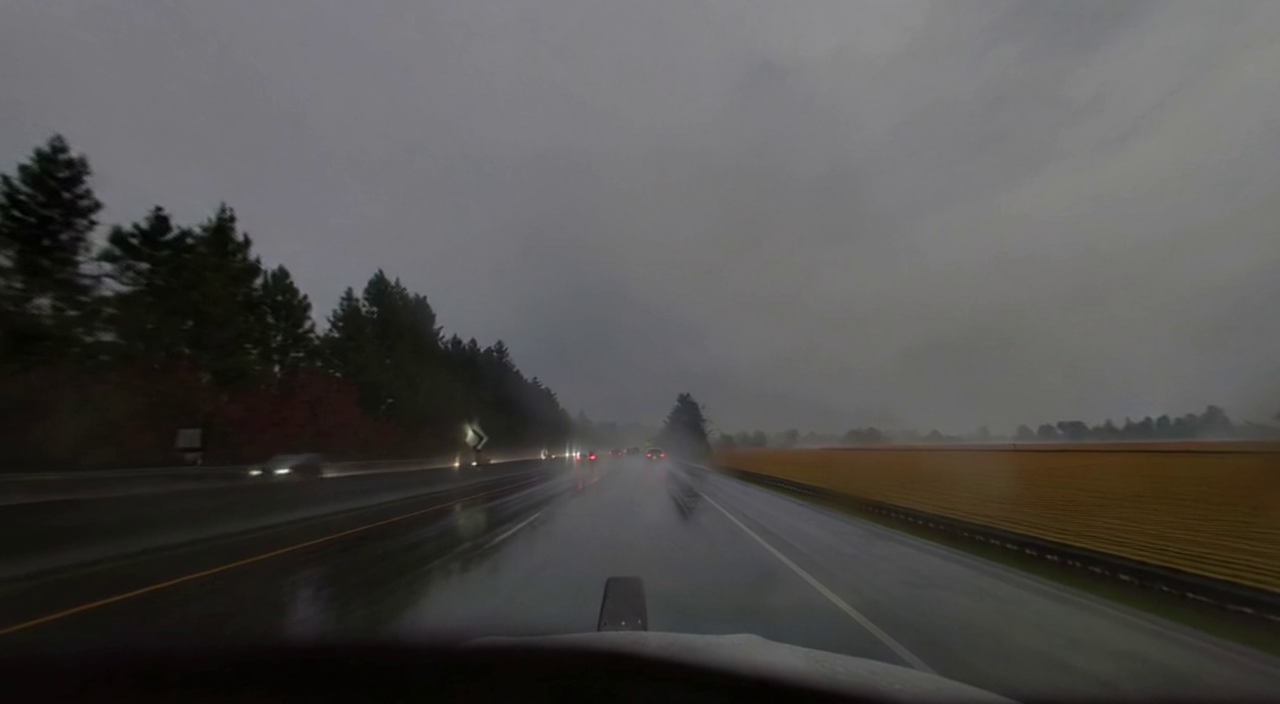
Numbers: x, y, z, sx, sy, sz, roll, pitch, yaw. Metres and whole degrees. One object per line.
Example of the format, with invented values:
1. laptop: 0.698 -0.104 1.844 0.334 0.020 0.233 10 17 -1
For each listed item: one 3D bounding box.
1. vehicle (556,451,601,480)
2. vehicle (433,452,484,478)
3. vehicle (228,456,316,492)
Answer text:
1. vehicle: -3.312 6.180 34.519 1.970 1.483 4.097 -1 -9 1
2. vehicle: -12.220 7.616 42.719 2.005 1.555 4.819 -1 -9 0
3. vehicle: -16.776 5.549 28.956 1.803 1.514 3.656 -1 -9 1
